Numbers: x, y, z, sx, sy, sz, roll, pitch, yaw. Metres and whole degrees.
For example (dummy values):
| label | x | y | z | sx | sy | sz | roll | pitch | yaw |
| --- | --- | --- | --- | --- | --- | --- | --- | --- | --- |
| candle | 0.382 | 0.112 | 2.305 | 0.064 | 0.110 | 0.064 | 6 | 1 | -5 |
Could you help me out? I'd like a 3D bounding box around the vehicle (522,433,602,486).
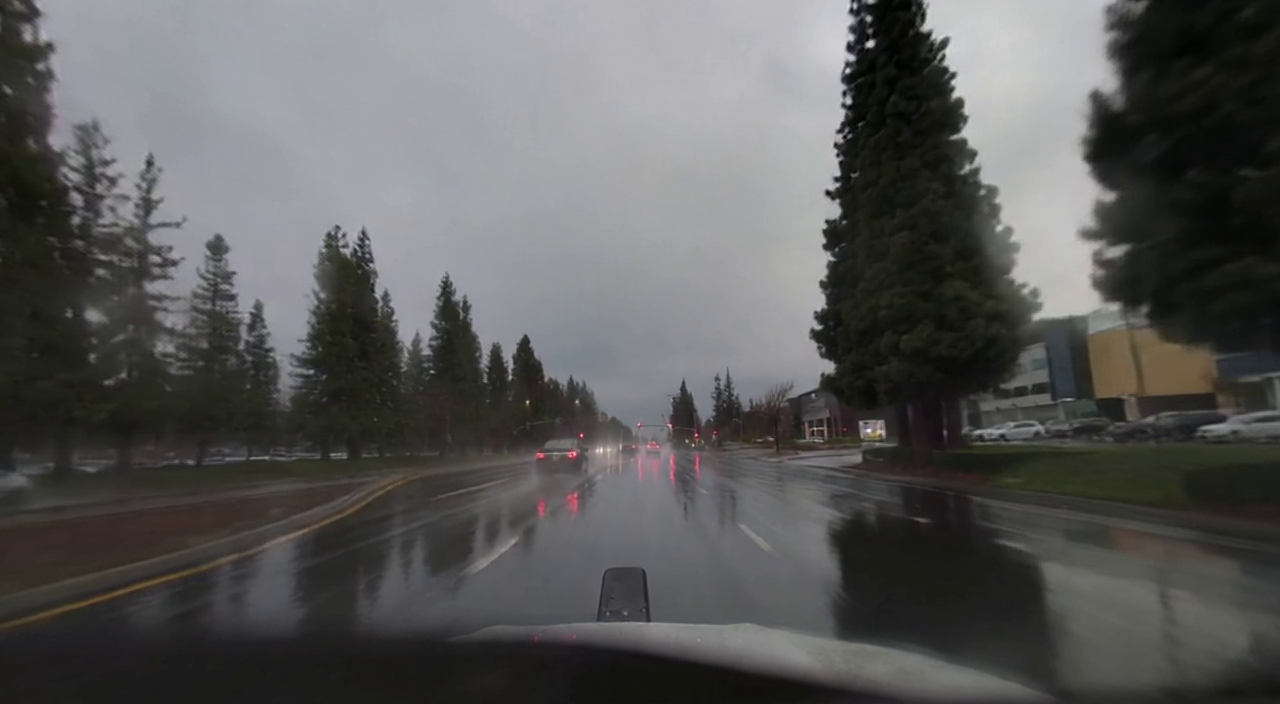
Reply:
| label | x | y | z | sx | sy | sz | roll | pitch | yaw |
| --- | --- | --- | --- | --- | --- | --- | --- | --- | --- |
| vehicle | -2.626 | 3.770 | 22.384 | 2.121 | 1.656 | 4.559 | -1 | -8 | 1 |
